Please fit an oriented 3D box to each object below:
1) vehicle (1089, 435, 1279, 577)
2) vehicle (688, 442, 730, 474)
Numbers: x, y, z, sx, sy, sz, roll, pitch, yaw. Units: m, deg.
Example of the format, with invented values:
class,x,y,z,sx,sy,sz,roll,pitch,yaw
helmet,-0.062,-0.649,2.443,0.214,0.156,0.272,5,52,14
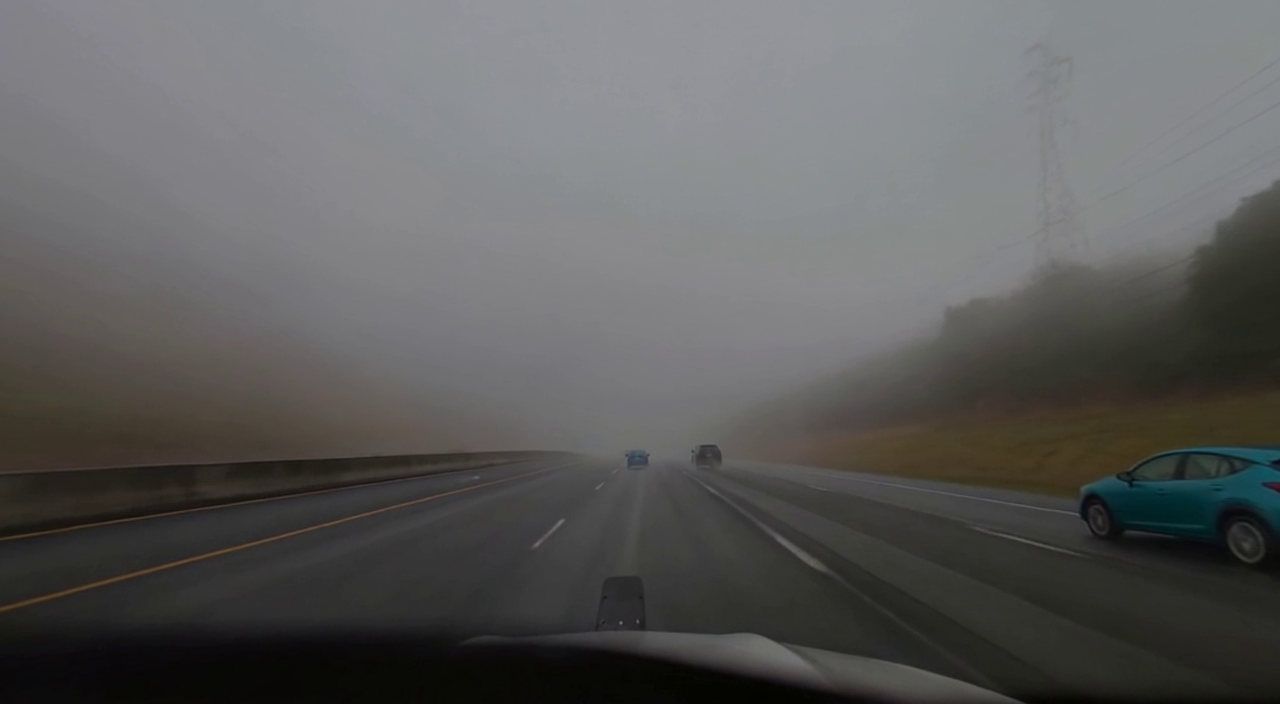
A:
class,x,y,z,sx,sy,sz,roll,pitch,yaw
vehicle,8.011,1.770,7.378,1.970,1.545,4.818,0,-9,1
vehicle,4.108,6.351,38.060,2.159,1.782,4.673,0,-9,2
